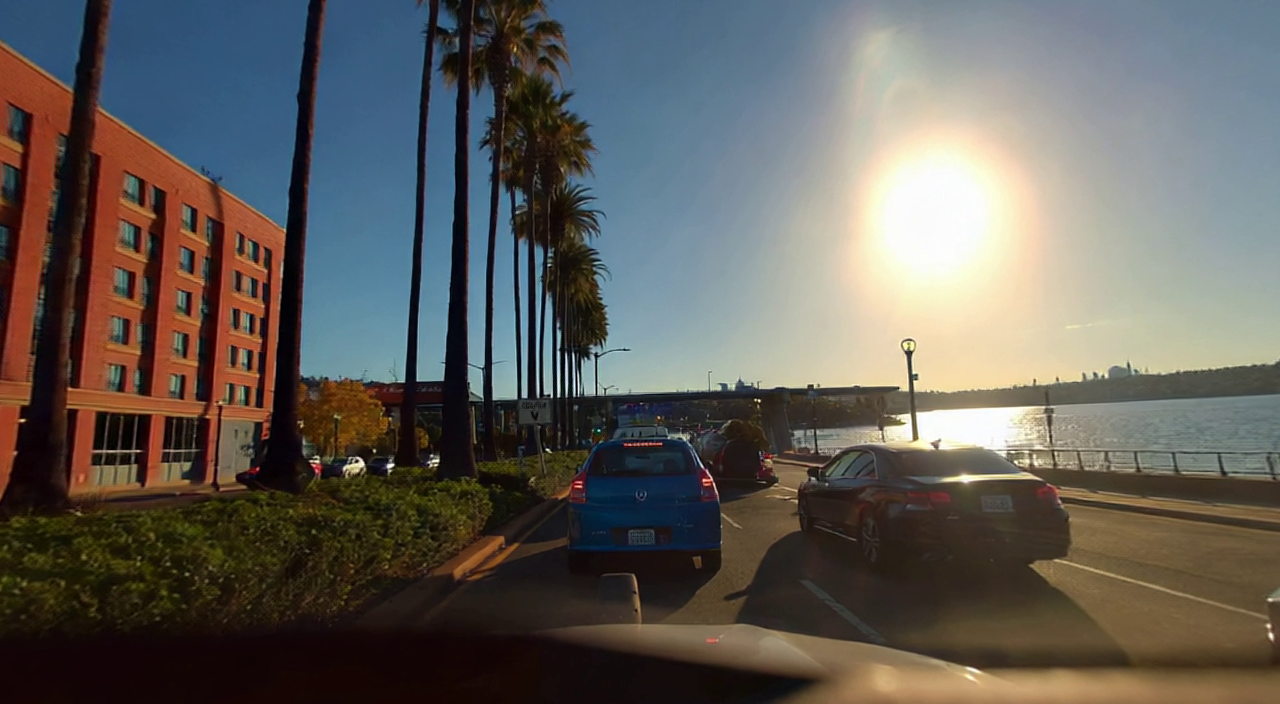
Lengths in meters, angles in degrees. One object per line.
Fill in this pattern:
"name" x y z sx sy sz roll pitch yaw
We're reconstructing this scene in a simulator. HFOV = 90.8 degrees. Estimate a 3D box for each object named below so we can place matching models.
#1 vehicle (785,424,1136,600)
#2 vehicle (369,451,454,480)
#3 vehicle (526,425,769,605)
"vehicle" 3.275 1.714 7.712 1.920 1.490 4.417 0 -9 -1
"vehicle" -14.949 7.471 41.654 4.852 1.802 2.104 1 -8 -6
"vehicle" 0.058 1.666 7.267 2.048 1.503 3.681 0 -9 0
